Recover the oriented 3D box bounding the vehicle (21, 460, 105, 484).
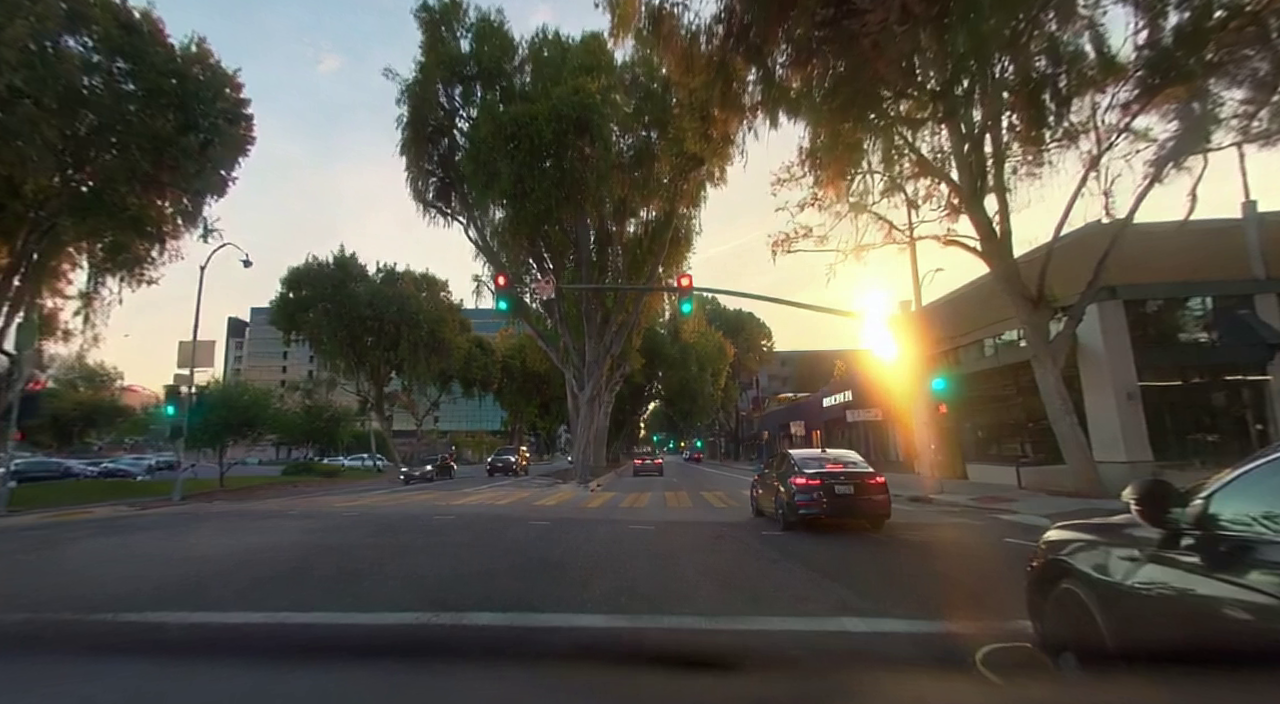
[{"bbox_3d":[-44.392,9.238,48.567,4.430,1.765,2.075,0,-8,1],"label":"vehicle"}]

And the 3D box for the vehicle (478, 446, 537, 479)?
[{"bbox_3d":[-8.179,6.852,39.557,2.329,1.921,5.842,0,-8,1],"label":"vehicle"}]

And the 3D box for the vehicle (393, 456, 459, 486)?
[{"bbox_3d":[-11.949,6.642,35.507,2.022,1.459,4.670,0,-8,1],"label":"vehicle"}]

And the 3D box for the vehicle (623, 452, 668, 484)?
[{"bbox_3d":[0.239,5.376,29.463,1.945,1.343,3.827,0,-8,0],"label":"vehicle"}]

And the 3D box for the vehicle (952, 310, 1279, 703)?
[{"bbox_3d":[3.099,0.724,1.810,2.143,1.759,4.531,0,-8,1],"label":"vehicle"}]

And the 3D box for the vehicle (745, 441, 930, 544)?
[{"bbox_3d":[3.285,2.398,11.454,1.989,1.498,4.050,0,-8,-1],"label":"vehicle"}]
